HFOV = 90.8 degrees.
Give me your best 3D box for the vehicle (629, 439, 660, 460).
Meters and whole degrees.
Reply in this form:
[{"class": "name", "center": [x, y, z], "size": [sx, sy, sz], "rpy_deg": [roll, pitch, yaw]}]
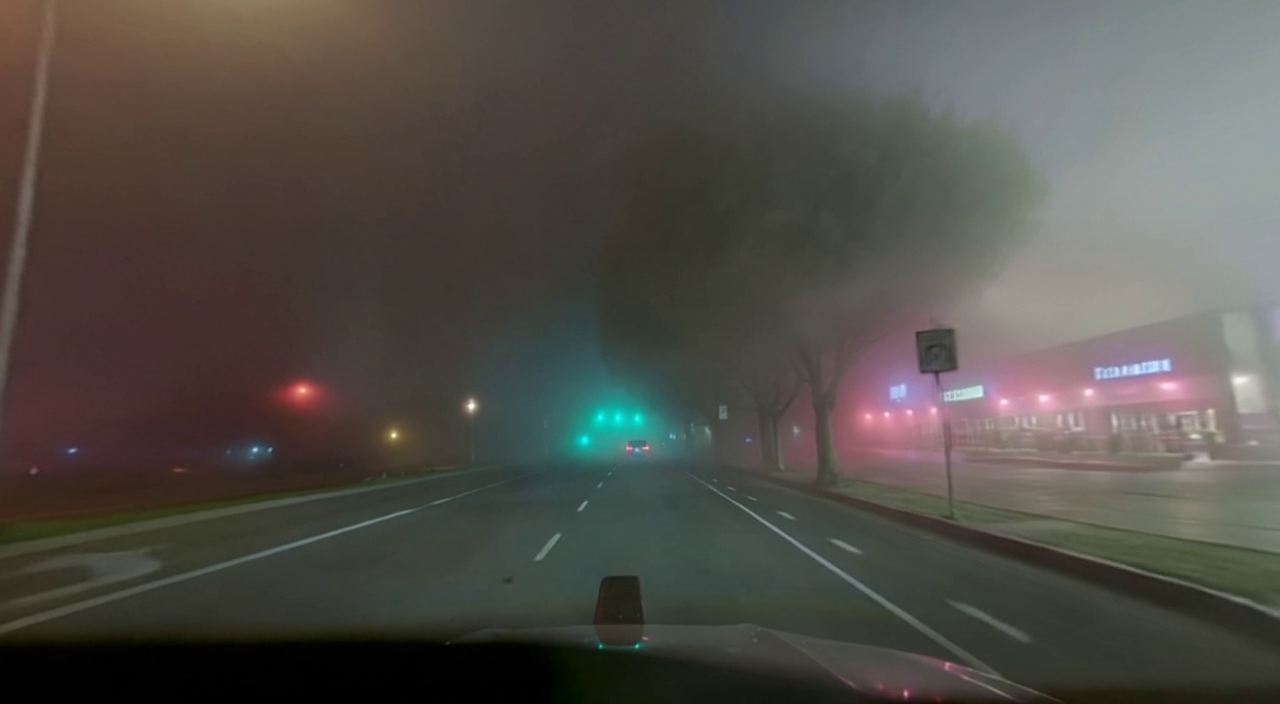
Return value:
[{"class": "vehicle", "center": [0.306, 6.995, 45.432], "size": [2.115, 1.461, 3.976], "rpy_deg": [0, -8, -1]}]
